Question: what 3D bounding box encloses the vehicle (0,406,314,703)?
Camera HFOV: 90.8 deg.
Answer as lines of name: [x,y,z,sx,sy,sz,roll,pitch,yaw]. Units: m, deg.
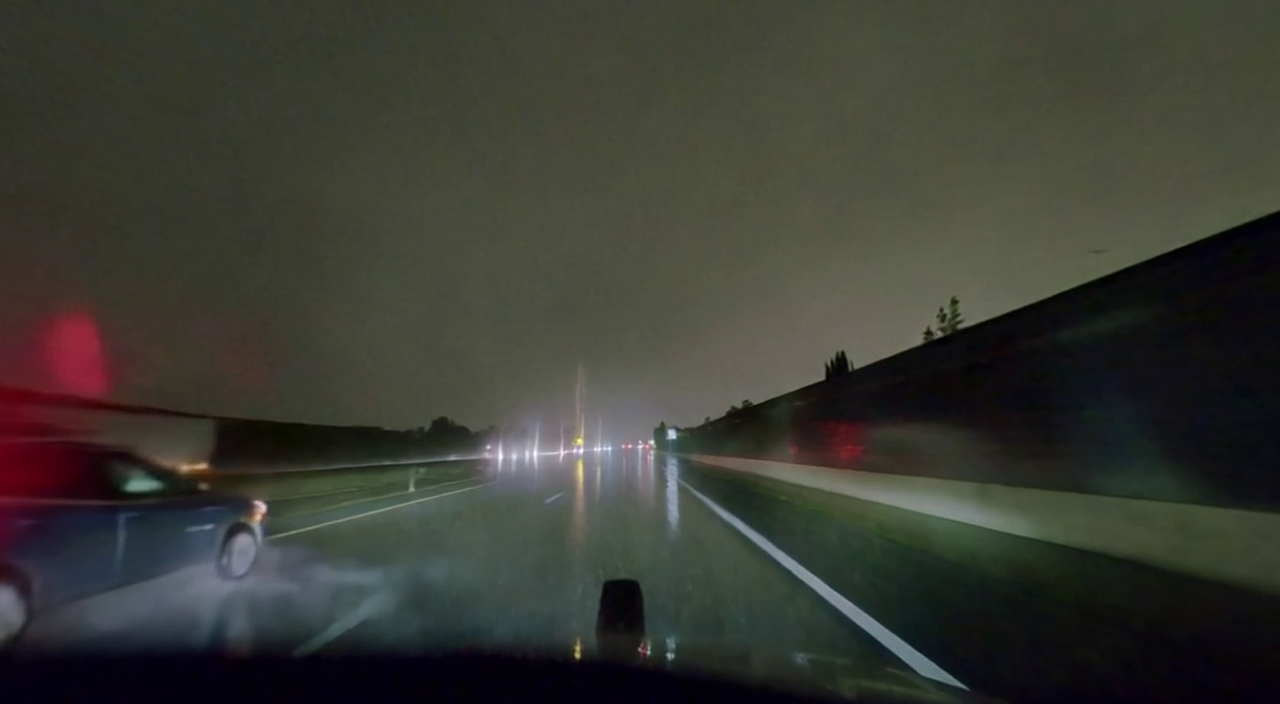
vehicle: [-3.965,1.098,3.243,2.118,1.562,4.541,0,-9,0]
